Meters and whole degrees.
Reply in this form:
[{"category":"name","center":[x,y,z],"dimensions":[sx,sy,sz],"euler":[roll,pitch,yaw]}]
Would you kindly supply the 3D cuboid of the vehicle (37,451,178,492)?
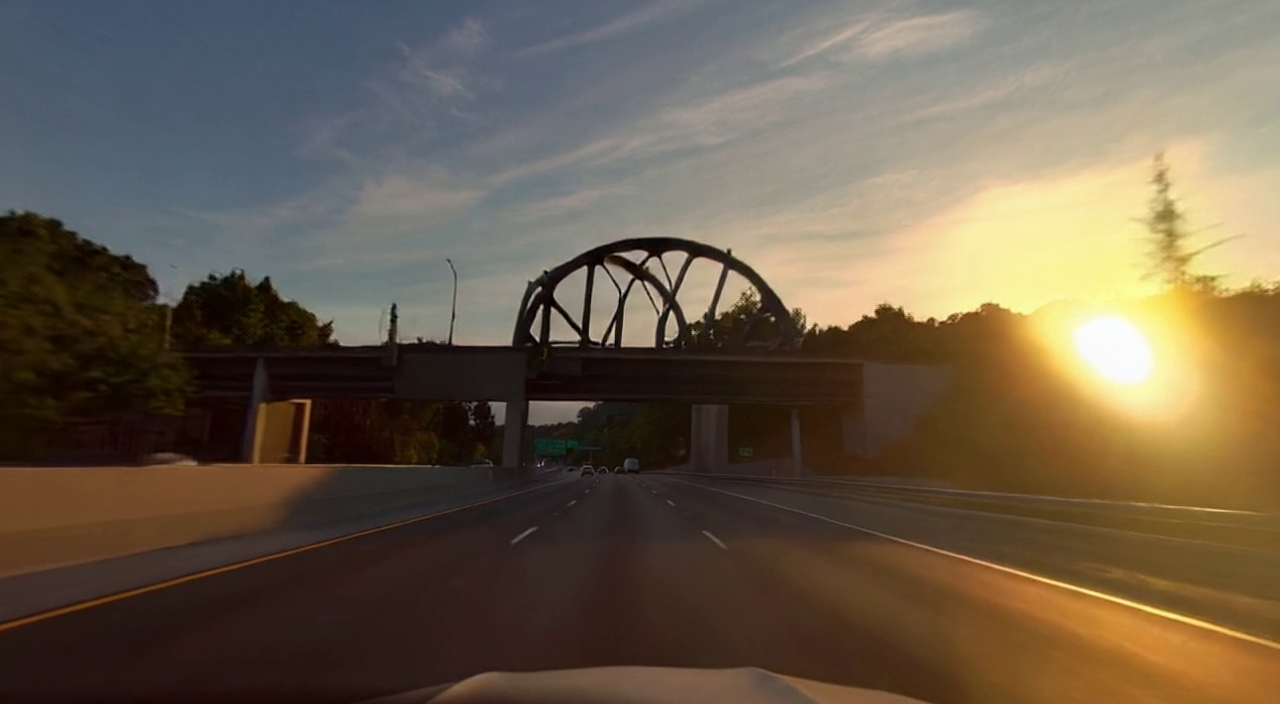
[{"category":"vehicle","center":[-20.361,4.609,24.374],"dimensions":[1.800,1.436,4.207],"euler":[1,-10,-1]}]
